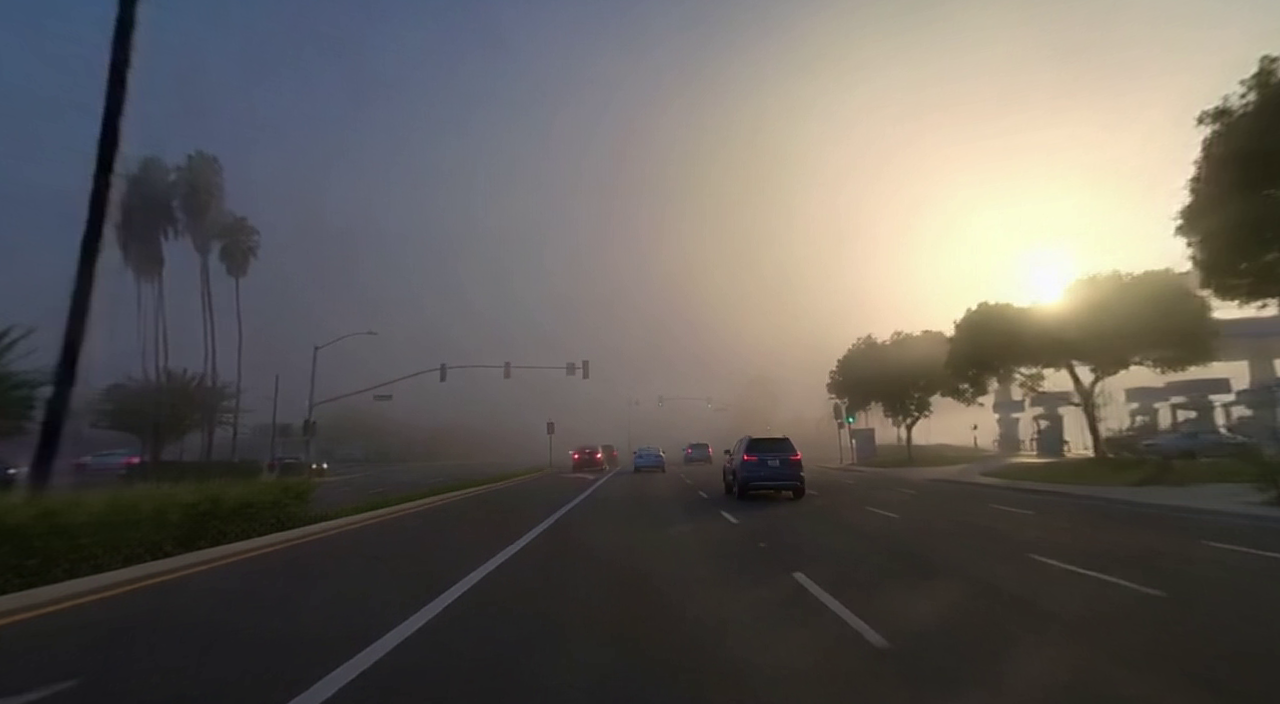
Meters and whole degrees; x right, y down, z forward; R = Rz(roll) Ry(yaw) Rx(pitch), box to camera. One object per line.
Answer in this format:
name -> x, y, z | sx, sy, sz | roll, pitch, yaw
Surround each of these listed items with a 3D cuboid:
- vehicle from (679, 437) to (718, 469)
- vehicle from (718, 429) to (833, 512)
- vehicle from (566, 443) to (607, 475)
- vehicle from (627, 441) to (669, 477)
vehicle -> 3.846, 6.770, 42.384 | 2.154, 1.975, 4.634 | 0, -8, 0
vehicle -> 3.127, 2.804, 15.424 | 1.872, 1.752, 3.896 | 0, -8, -1
vehicle -> -2.829, 5.756, 34.212 | 1.788, 1.600, 4.298 | 0, -8, 1
vehicle -> 0.383, 5.311, 31.490 | 1.991, 1.664, 3.814 | 0, -8, 0
